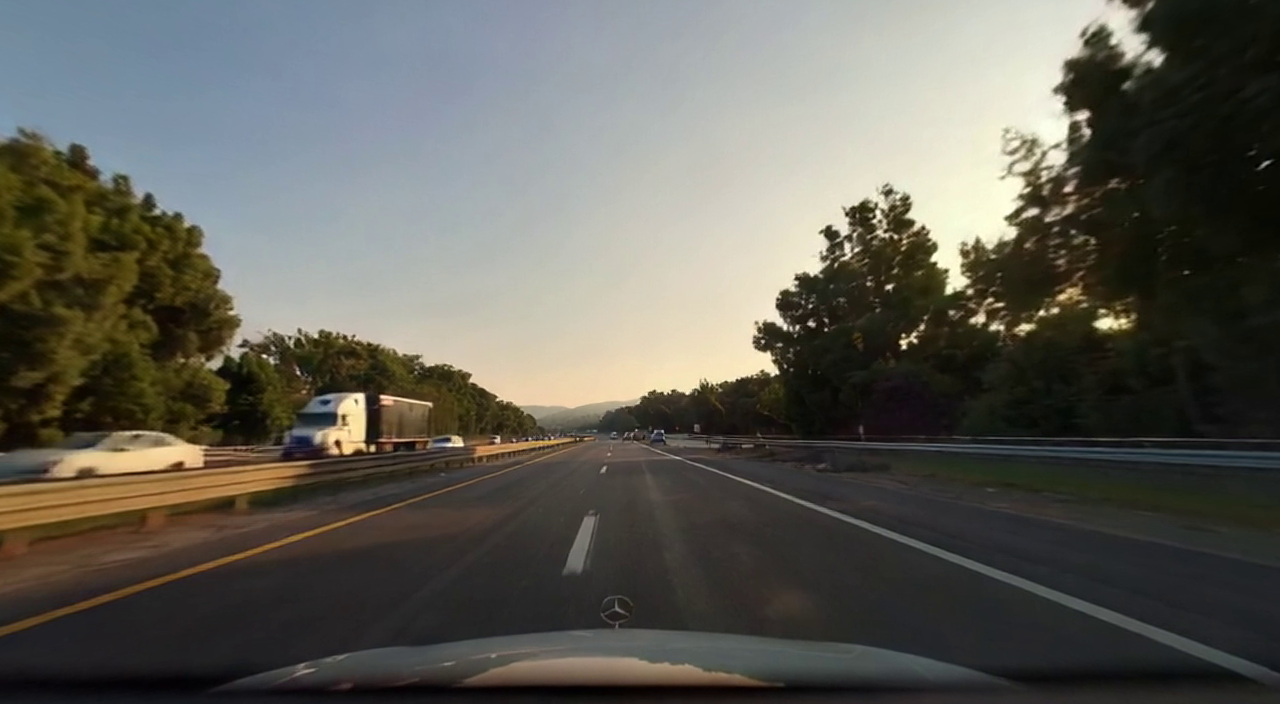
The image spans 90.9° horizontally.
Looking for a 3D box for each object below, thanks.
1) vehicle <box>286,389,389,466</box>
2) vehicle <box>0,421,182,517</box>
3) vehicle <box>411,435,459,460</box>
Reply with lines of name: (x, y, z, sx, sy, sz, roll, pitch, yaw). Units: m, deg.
vehicle: (-17.031, 4.342, 36.046, 3.009, 4.008, 5.931, 0, -8, -3)
vehicle: (-12.004, 2.324, 13.100, 1.913, 1.675, 4.147, 0, -8, -2)
vehicle: (-12.484, 5.790, 38.505, 1.796, 1.446, 3.689, 0, -8, -2)
